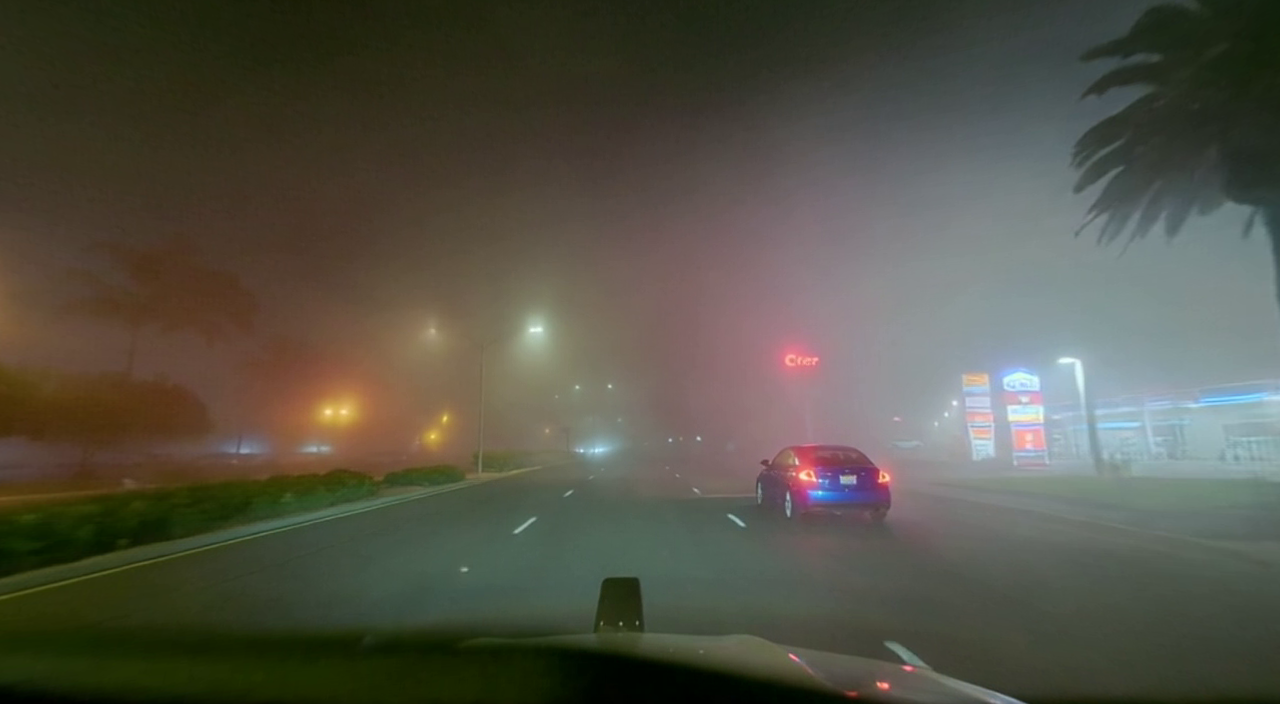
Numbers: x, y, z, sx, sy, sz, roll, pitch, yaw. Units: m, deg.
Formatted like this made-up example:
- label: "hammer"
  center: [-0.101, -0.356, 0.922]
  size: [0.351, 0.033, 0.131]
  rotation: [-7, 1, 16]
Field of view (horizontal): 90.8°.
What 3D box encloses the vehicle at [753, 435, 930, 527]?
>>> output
- label: "vehicle"
  center: [3.587, 2.379, 12.234]
  size: [1.978, 1.442, 4.262]
  rotation: [0, -8, -1]
